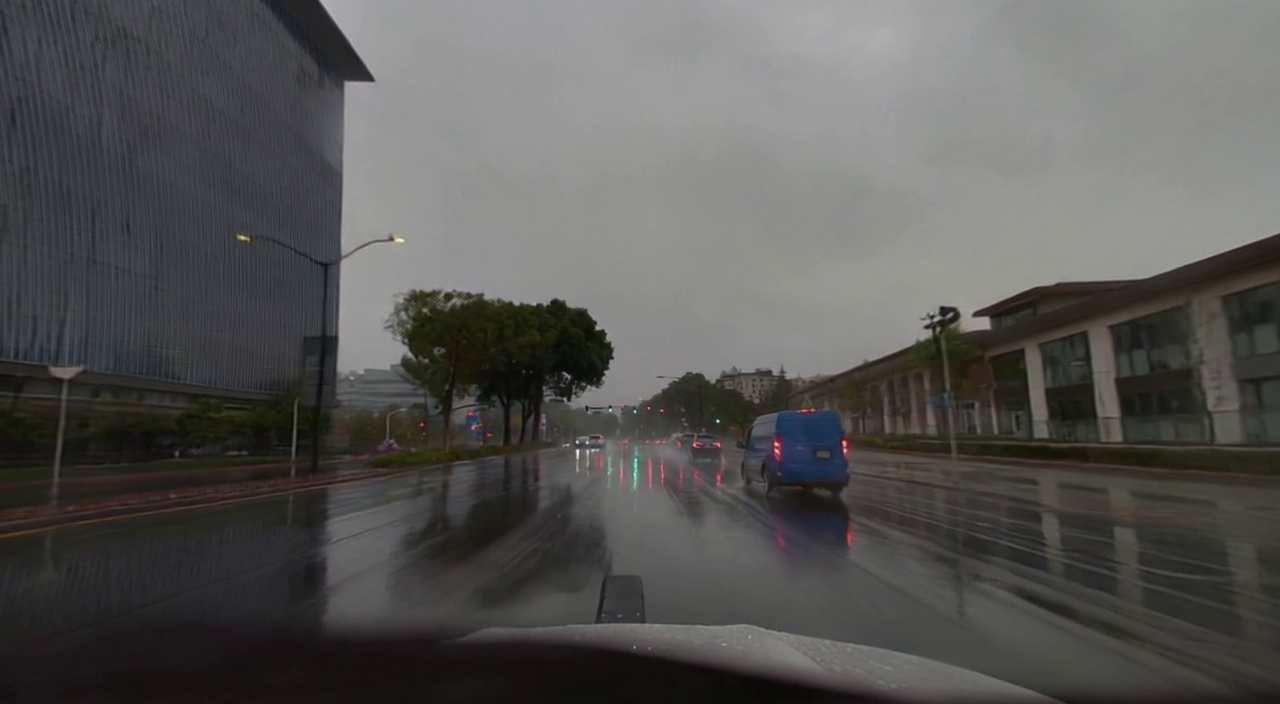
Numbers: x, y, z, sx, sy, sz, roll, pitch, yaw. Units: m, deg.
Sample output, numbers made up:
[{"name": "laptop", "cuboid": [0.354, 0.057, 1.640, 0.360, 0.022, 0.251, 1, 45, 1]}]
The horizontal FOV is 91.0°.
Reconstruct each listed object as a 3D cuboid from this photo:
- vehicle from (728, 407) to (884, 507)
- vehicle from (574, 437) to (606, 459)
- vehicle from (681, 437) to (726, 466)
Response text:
[{"name": "vehicle", "cuboid": [3.563, 2.405, 14.767, 2.200, 1.914, 5.145, 0, -8, -1]}, {"name": "vehicle", "cuboid": [-3.454, 6.790, 44.425, 1.864, 1.464, 4.195, 0, -8, 1]}, {"name": "vehicle", "cuboid": [3.378, 5.383, 34.219, 1.867, 1.493, 4.190, 0, -8, -1]}]
